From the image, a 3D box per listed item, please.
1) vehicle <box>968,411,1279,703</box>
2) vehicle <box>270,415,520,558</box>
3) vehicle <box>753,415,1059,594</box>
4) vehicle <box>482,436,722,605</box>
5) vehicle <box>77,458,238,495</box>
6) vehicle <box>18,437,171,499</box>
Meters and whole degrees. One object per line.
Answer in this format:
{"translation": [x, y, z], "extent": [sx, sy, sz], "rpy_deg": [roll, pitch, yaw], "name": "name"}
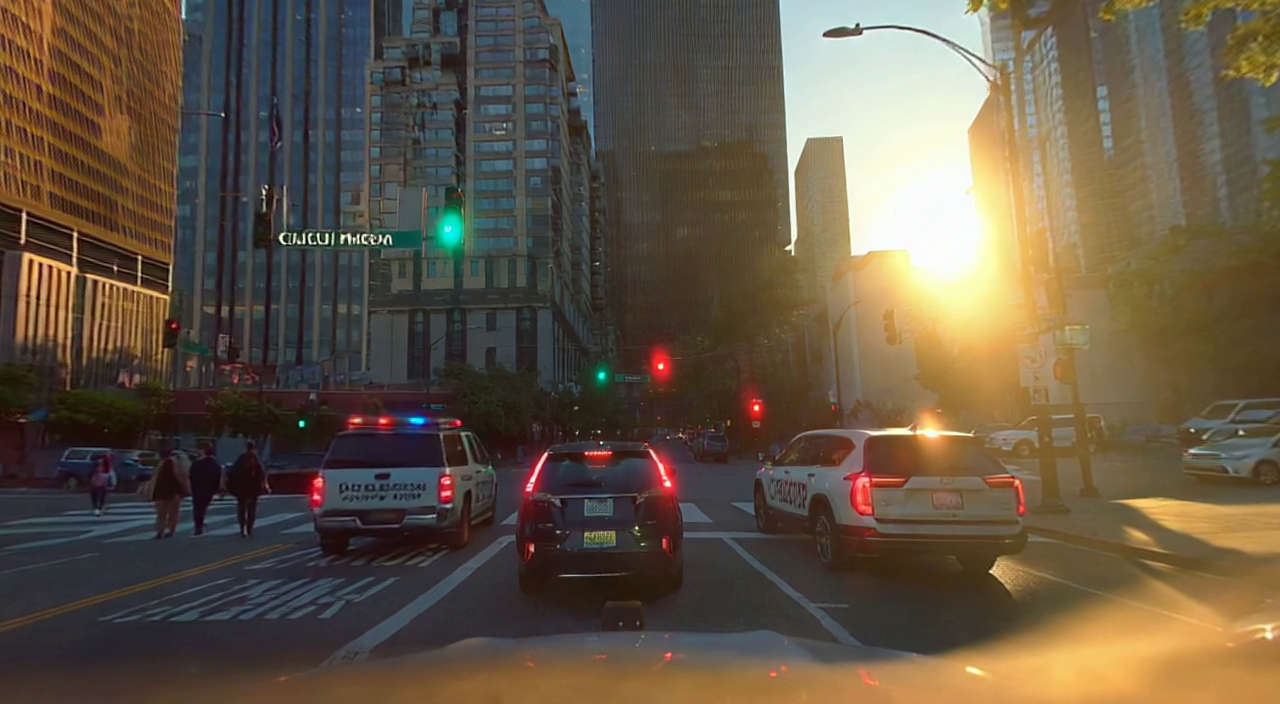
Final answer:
{"translation": [2.736, 0.804, 1.115], "extent": [1.902, 1.454, 4.540], "rpy_deg": [0, -8, 0], "name": "vehicle"}
{"translation": [-3.692, 2.138, 10.916], "extent": [2.190, 1.840, 5.272], "rpy_deg": [0, -8, 0], "name": "vehicle"}
{"translation": [3.038, 1.846, 8.626], "extent": [2.072, 1.735, 4.759], "rpy_deg": [0, -8, 0], "name": "vehicle"}
{"translation": [-0.356, 1.784, 7.650], "extent": [2.092, 1.454, 4.132], "rpy_deg": [0, -8, -1], "name": "vehicle"}
{"translation": [-20.273, 5.241, 26.703], "extent": [5.153, 1.449, 1.966], "rpy_deg": [0, -8, 0], "name": "vehicle"}
{"translation": [-30.877, 6.522, 35.941], "extent": [5.896, 3.276, 2.809], "rpy_deg": [1, -8, 1], "name": "vehicle"}
